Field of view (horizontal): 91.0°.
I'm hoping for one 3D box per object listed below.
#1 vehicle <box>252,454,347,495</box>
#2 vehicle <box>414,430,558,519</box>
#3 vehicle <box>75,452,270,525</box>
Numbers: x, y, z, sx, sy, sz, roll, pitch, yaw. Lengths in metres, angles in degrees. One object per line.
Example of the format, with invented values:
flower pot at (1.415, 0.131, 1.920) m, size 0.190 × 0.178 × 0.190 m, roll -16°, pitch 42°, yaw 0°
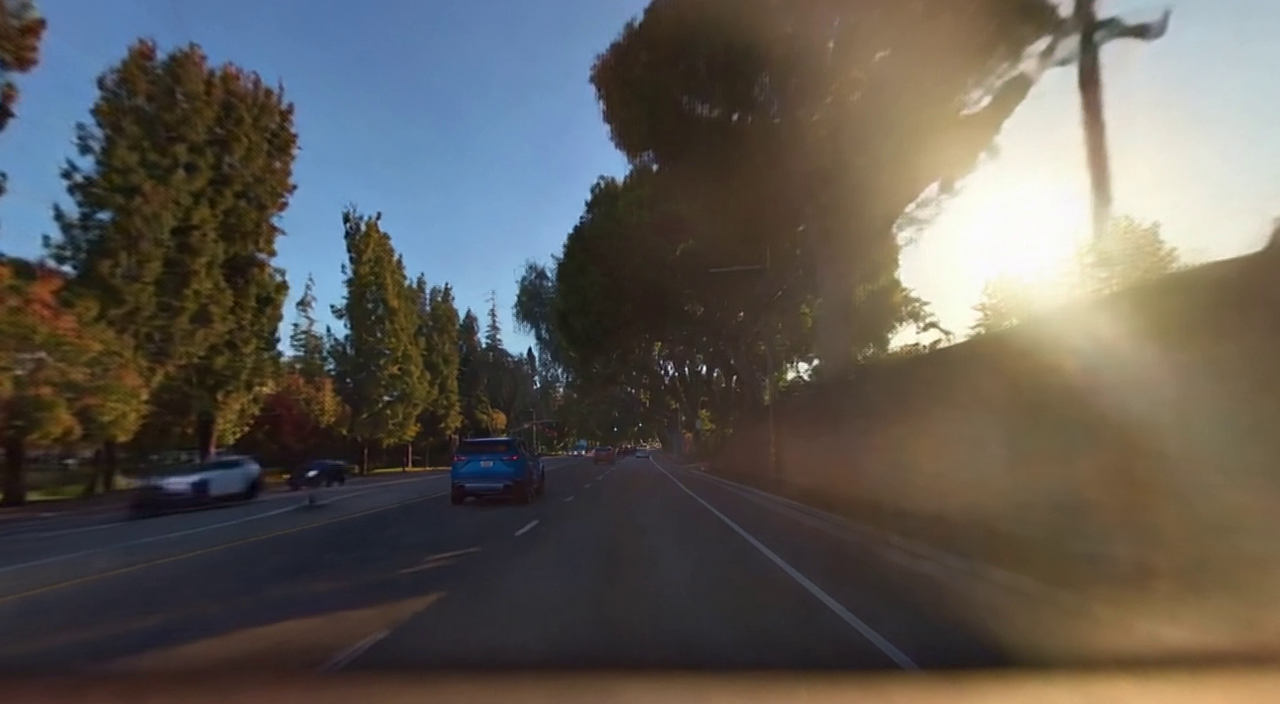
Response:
vehicle at (-16.582, 5.969, 31.003) m, size 2.029 × 1.780 × 4.784 m, roll 1°, pitch -9°, yaw -1°
vehicle at (-3.338, 2.753, 14.729) m, size 2.147 × 1.730 × 4.555 m, roll 0°, pitch -8°, yaw 1°
vehicle at (-12.160, 3.512, 16.838) m, size 1.894 × 1.634 × 4.292 m, roll 0°, pitch -9°, yaw 0°
